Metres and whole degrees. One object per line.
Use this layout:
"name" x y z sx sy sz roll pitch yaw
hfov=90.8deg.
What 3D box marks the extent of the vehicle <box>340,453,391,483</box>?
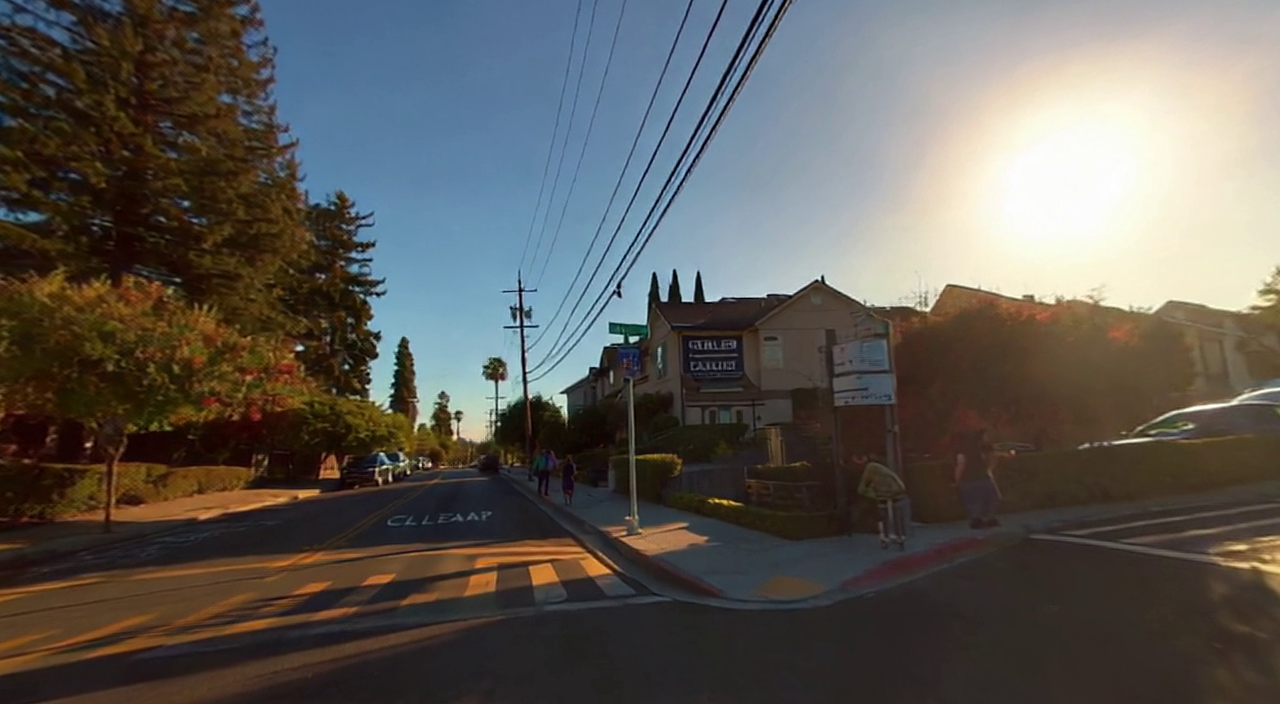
"vehicle" -17.858 7.540 41.343 2.203 1.787 4.704 2 -9 -14
